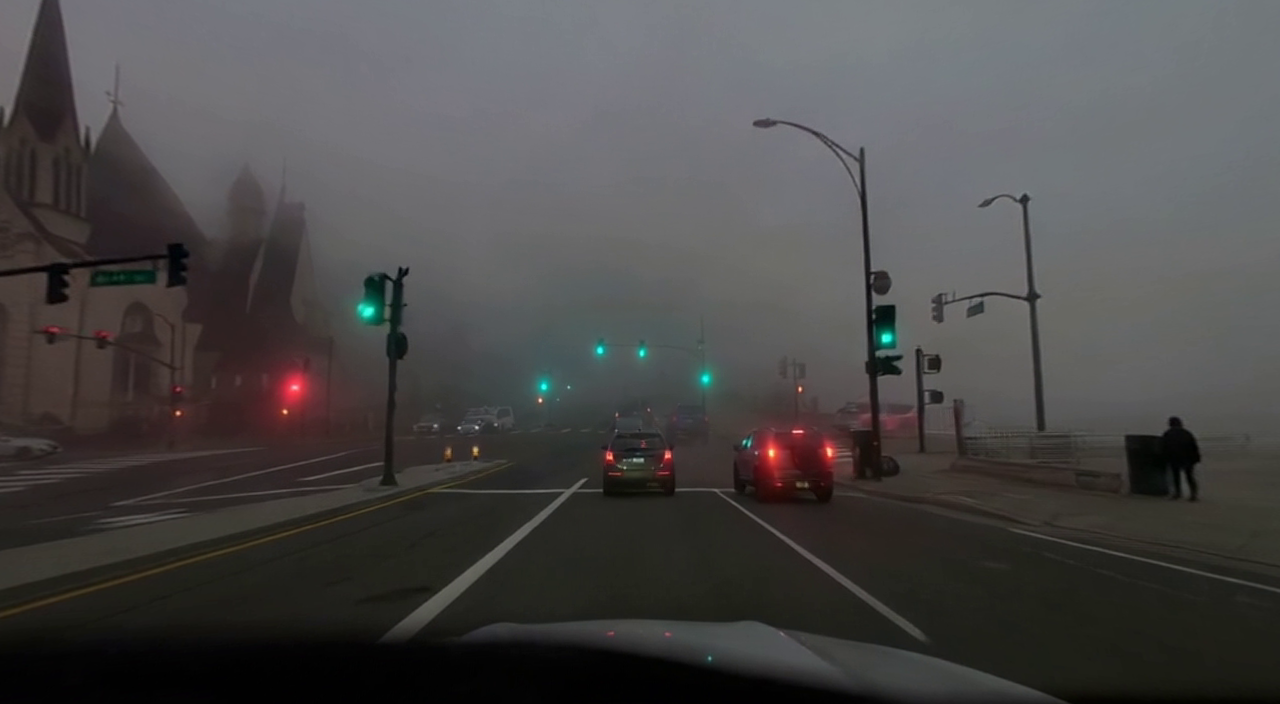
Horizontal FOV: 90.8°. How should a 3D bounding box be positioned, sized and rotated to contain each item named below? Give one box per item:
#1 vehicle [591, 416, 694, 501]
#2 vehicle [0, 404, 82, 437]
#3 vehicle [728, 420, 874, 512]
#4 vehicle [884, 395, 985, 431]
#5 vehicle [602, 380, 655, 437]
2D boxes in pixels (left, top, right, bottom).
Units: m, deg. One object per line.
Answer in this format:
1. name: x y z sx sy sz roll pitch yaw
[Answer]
1. vehicle: 0.029 2.548 15.504 2.168 1.776 4.135 0 -8 -1
2. vehicle: -45.489 5.118 47.747 2.194 2.092 5.083 0 -2 -3
3. vehicle: 3.493 2.566 14.757 2.080 1.735 4.650 2 -8 -1
4. vehicle: 16.317 3.347 35.130 4.512 1.734 2.143 -2 -4 -4
5. vehicle: -0.854 3.416 39.237 2.930 3.209 8.154 0 -4 -3
